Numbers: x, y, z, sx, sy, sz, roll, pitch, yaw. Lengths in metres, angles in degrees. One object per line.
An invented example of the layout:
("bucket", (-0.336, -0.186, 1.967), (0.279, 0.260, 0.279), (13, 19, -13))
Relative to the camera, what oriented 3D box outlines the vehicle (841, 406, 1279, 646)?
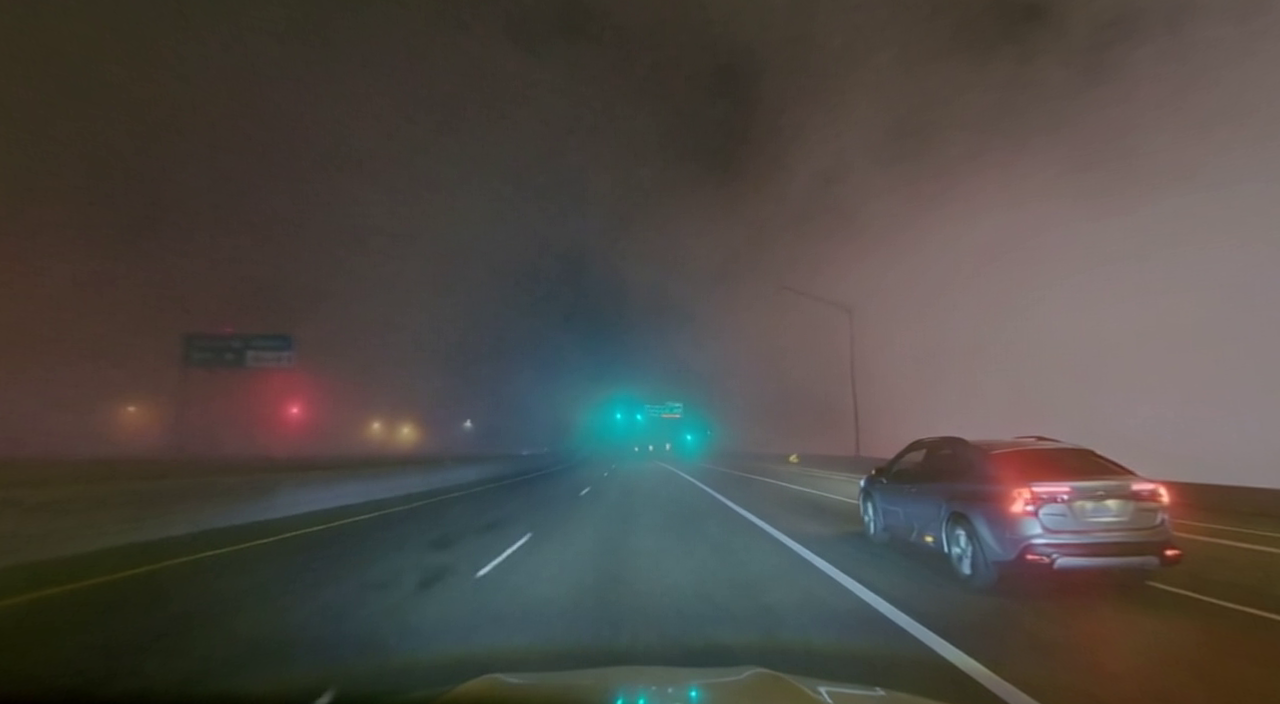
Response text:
("vehicle", (3.930, 1.506, 6.589), (2.104, 1.575, 4.698), (0, -9, 0))
